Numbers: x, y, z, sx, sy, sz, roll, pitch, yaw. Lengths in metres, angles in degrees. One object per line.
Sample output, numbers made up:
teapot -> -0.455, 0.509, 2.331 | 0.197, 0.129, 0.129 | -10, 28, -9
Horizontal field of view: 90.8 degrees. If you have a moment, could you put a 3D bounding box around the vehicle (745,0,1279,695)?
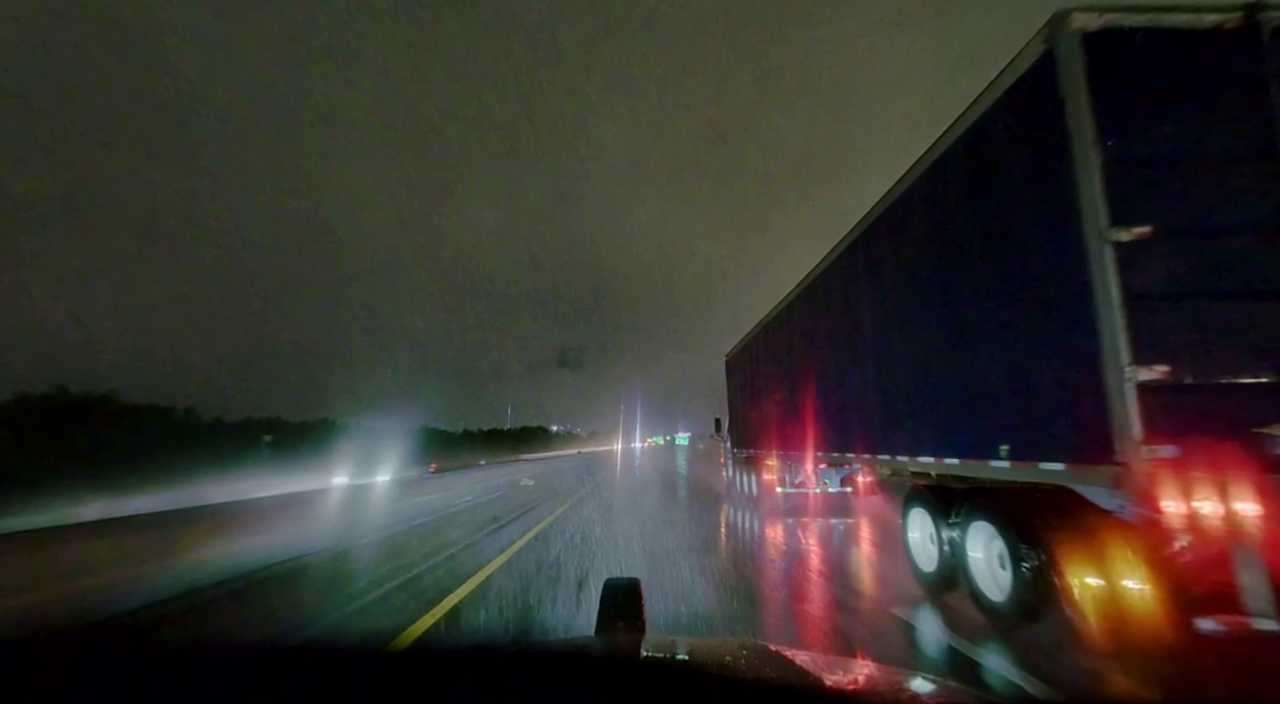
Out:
vehicle -> 4.291, 0.767, 9.998 | 2.937, 4.082, 12.918 | 0, -9, 0

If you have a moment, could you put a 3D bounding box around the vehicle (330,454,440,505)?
vehicle -> -8.634, 4.330, 21.852 | 1.928, 1.510, 4.485 | 0, -9, 0
